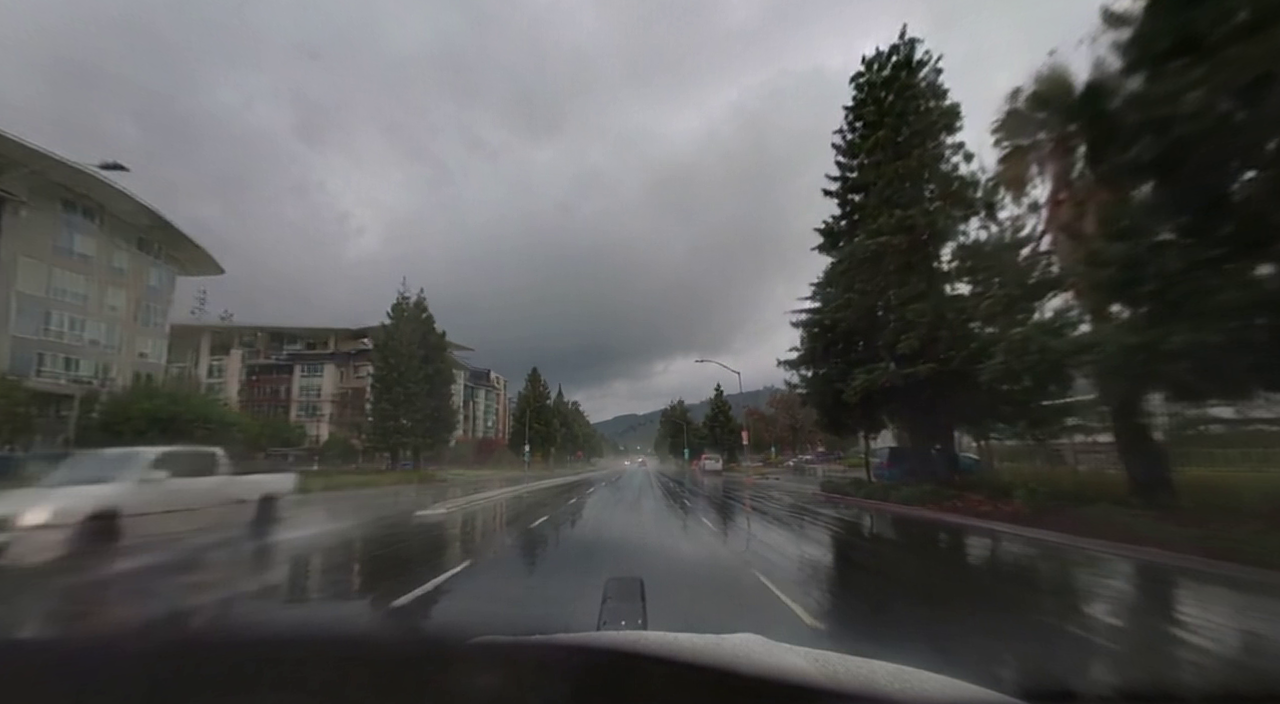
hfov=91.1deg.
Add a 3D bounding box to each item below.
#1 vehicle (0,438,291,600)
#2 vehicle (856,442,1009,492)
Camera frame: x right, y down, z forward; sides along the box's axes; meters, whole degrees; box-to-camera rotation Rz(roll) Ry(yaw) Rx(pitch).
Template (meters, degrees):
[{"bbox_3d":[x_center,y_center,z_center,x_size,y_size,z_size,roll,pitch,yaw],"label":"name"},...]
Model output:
[{"bbox_3d":[-7.476,2.120,9.015,2.220,1.681,4.633,0,-8,1],"label":"vehicle"},{"bbox_3d":[11.270,4.444,24.518,4.903,1.831,2.098,0,-9,2],"label":"vehicle"}]
